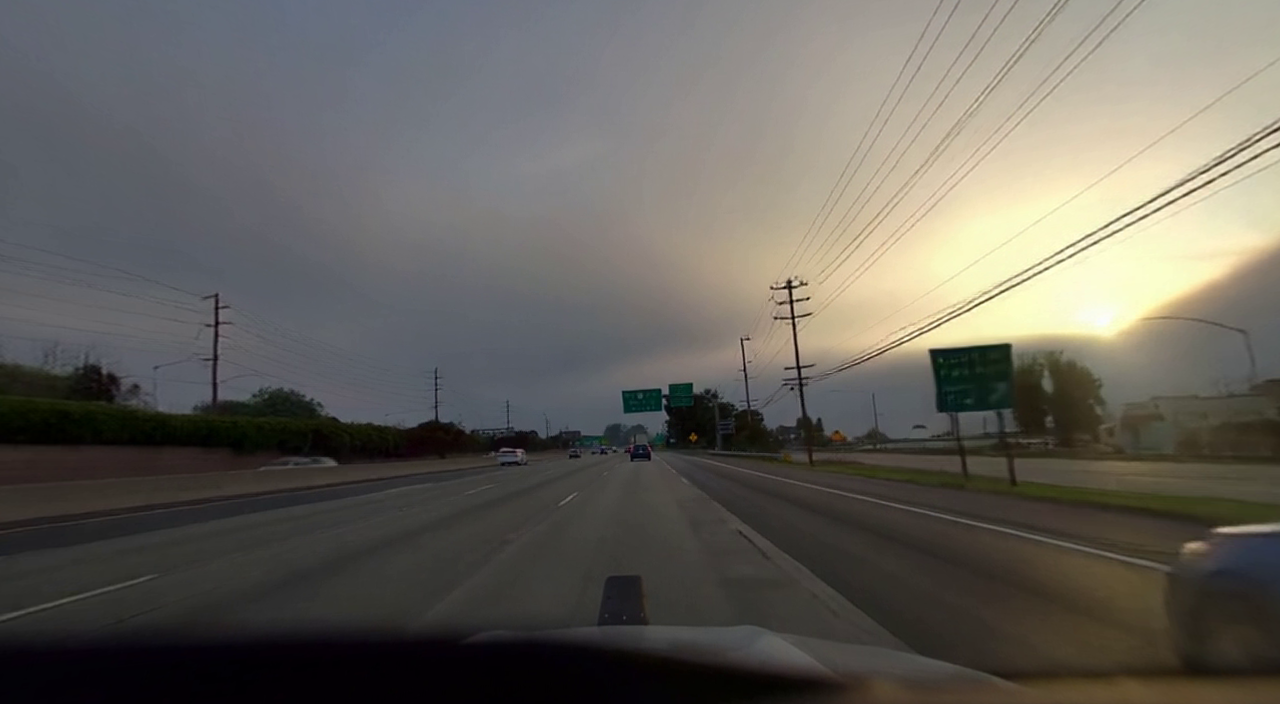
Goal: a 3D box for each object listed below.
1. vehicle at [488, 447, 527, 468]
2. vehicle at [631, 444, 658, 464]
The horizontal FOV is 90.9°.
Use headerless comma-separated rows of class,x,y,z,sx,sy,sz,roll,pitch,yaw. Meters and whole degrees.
vehicle,-10.055,8.046,48.228,1.947,1.528,4.355,0,-8,1
vehicle,0.307,7.893,48.993,2.036,1.474,3.969,0,-8,0
